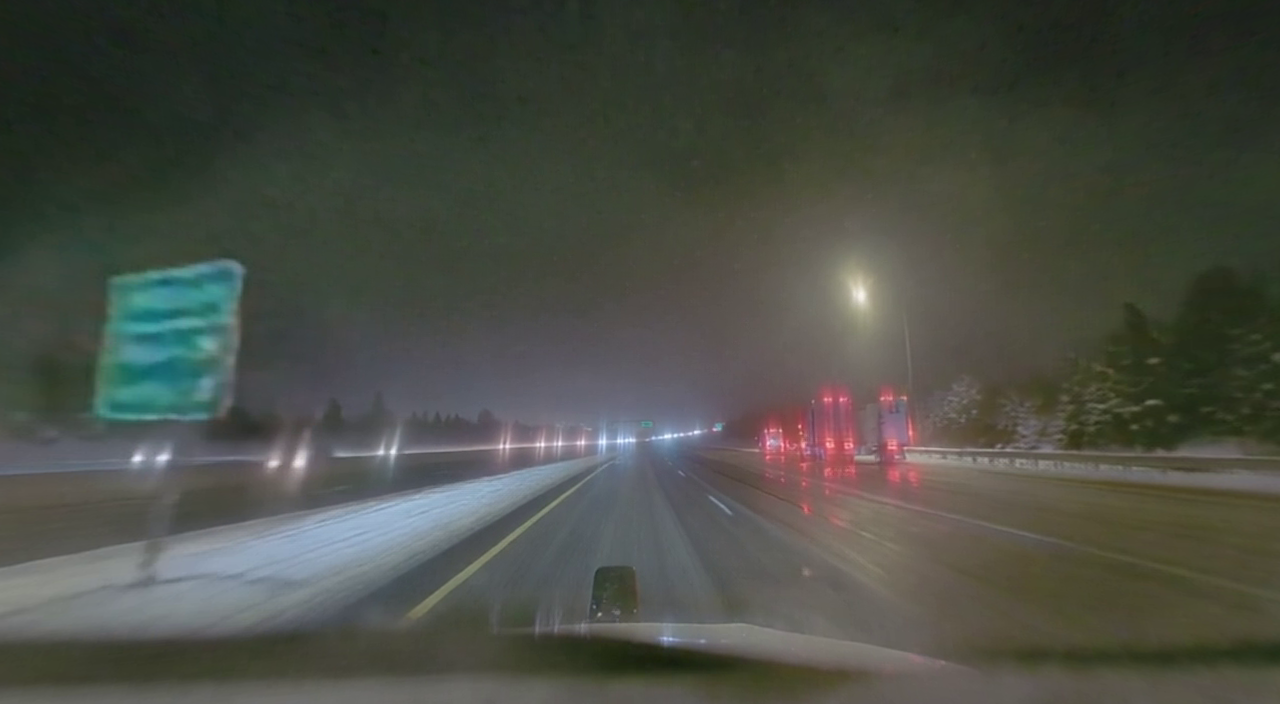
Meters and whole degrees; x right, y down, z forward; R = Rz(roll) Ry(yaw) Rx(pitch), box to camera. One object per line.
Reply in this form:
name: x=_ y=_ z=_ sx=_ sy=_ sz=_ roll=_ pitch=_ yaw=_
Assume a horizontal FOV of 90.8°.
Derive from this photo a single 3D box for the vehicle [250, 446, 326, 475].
vehicle: x=-20.049 y=6.151 z=36.175 sx=1.890 sy=1.547 sz=4.069 roll=0 pitch=-8 yaw=1
